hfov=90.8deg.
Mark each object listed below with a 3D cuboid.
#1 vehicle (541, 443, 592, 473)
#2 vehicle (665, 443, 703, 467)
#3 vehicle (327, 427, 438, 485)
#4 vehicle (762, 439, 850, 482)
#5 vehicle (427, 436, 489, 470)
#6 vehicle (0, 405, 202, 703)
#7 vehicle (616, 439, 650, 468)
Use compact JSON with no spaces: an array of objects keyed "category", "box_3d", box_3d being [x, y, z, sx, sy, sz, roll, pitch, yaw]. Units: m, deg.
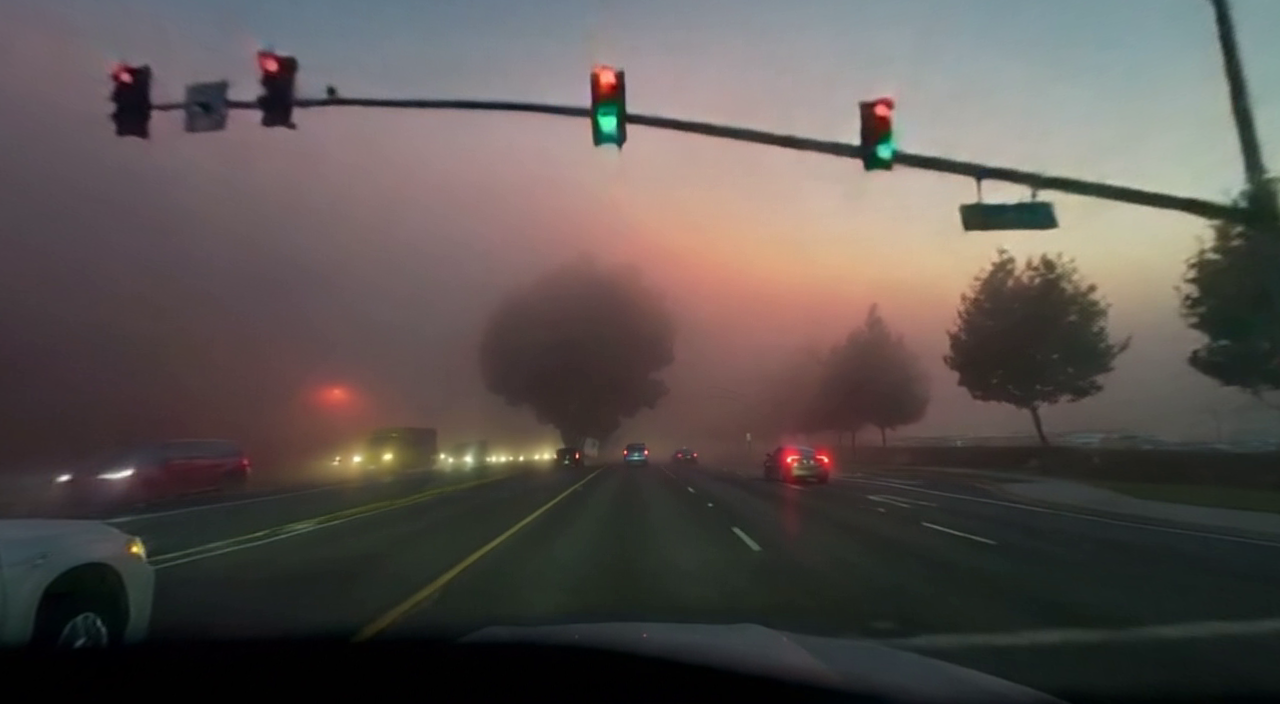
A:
[{"category":"vehicle","box_3d":[-3.772,5.533,33.224,2.163,1.474,4.413,0,-8,0]},{"category":"vehicle","box_3d":[2.761,6.598,40.716,2.014,1.430,4.103,0,-8,-2]},{"category":"vehicle","box_3d":[-9.271,3.739,23.236,2.185,1.752,4.599,-4,-8,0]},{"category":"vehicle","box_3d":[6.202,4.113,24.241,2.028,1.451,4.625,0,-8,-2]},{"category":"vehicle","box_3d":[-9.490,5.304,33.300,2.026,1.639,4.496,0,-8,-1]},{"category":"vehicle","box_3d":[-3.706,0.824,1.653,2.018,1.476,4.364,0,-8,-1]},{"category":"vehicle","box_3d":[-0.412,6.321,39.442,2.008,1.716,4.125,0,-8,0]}]
